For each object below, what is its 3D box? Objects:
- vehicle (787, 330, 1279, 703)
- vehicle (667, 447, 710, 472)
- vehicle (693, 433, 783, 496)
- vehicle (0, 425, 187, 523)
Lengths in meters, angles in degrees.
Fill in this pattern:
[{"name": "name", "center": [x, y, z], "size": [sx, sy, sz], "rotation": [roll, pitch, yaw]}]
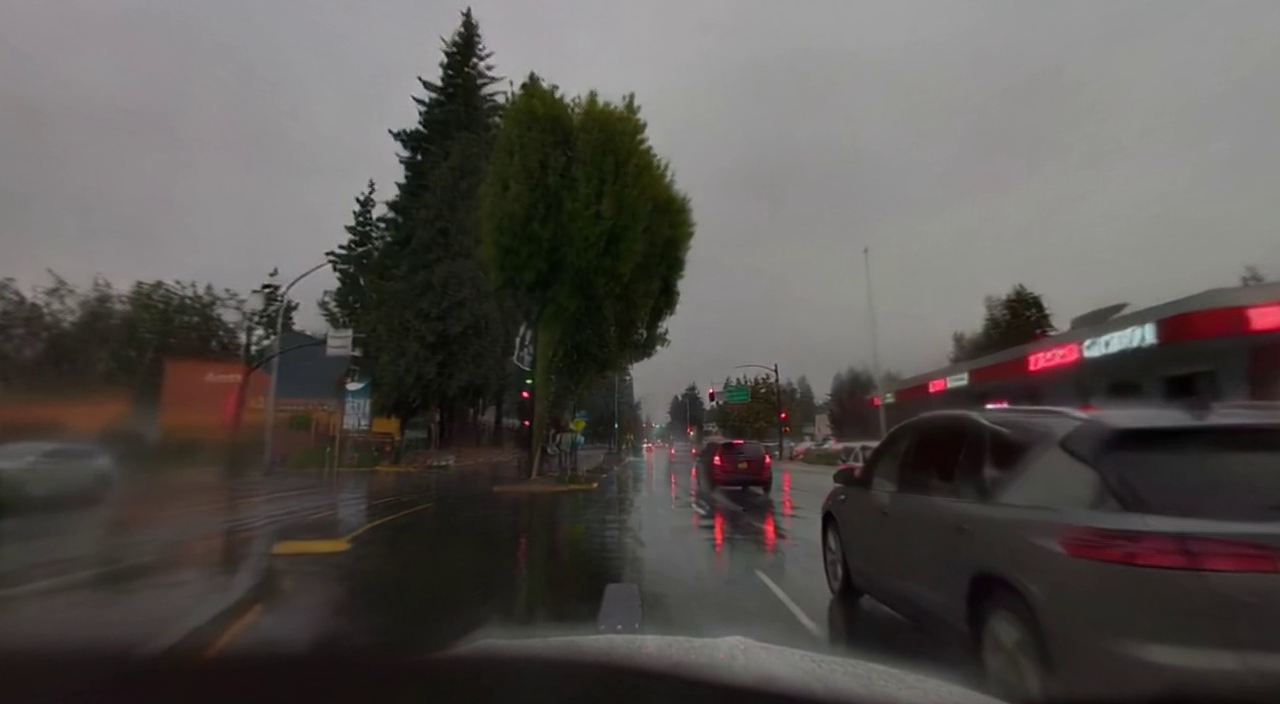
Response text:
[{"name": "vehicle", "center": [2.688, 1.136, 4.410], "size": [2.183, 1.720, 4.842], "rotation": [0, -9, 0]}, {"name": "vehicle", "center": [3.012, 6.744, 39.878], "size": [2.282, 1.458, 4.362], "rotation": [0, -9, -1]}, {"name": "vehicle", "center": [2.845, 3.375, 19.213], "size": [1.999, 1.679, 4.217], "rotation": [0, -8, -1]}, {"name": "vehicle", "center": [-13.554, 2.738, 14.845], "size": [2.097, 1.912, 4.828], "rotation": [1, -8, -1]}]
